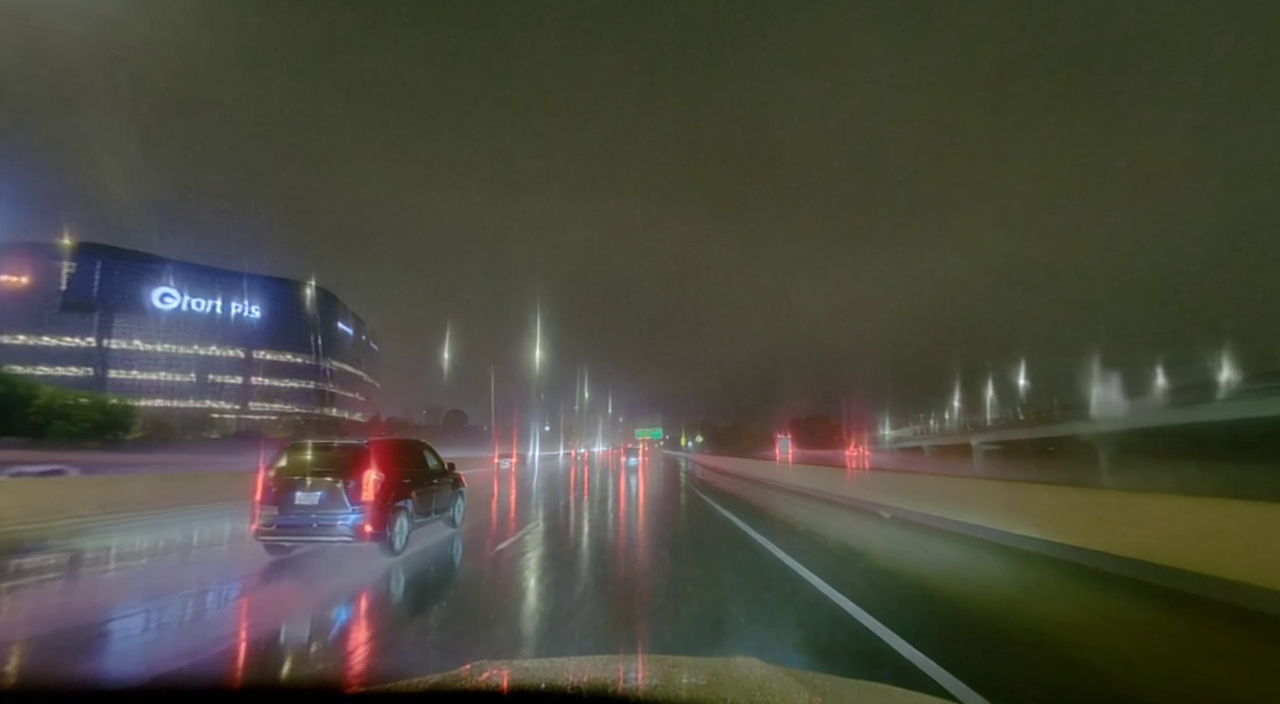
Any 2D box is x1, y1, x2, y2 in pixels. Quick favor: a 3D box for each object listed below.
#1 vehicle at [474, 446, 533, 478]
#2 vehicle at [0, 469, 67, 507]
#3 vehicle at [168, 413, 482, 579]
[{"bbox_3d":[-7.175,5.821,33.592,1.998,1.542,4.953,0,-9,1],"label":"vehicle"},{"bbox_3d":[-28.126,6.005,27.823,1.835,1.476,3.924,0,-9,1],"label":"vehicle"},{"bbox_3d":[-3.894,1.854,8.947,2.059,1.725,4.521,0,-9,1],"label":"vehicle"}]
